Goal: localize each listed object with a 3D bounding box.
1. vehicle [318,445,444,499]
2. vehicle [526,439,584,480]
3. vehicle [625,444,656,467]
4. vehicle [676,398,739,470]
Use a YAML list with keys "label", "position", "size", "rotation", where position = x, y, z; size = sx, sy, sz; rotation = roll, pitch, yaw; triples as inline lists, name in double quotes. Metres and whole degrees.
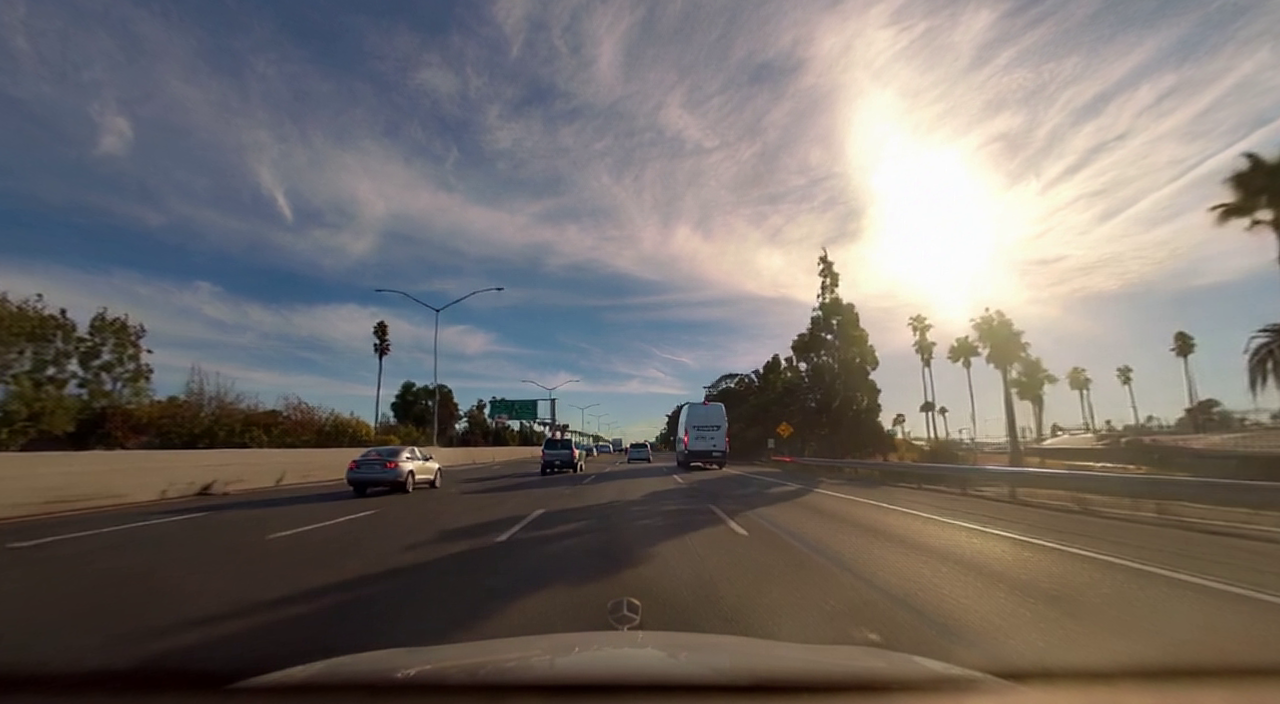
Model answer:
- label: "vehicle"
  position: [-7.909, 3.685, 19.758]
  size: [2.050, 1.487, 4.372]
  rotation: [0, -9, 0]
- label: "vehicle"
  position: [-3.737, 4.800, 28.424]
  size: [2.017, 1.683, 4.094]
  rotation: [0, -9, 1]
- label: "vehicle"
  position: [0.023, 7.120, 43.423]
  size: [2.085, 1.507, 4.096]
  rotation: [0, -9, 0]
- label: "vehicle"
  position: [3.975, 5.164, 39.155]
  size: [3.086, 3.984, 8.371]
  rotation: [0, -9, 1]
